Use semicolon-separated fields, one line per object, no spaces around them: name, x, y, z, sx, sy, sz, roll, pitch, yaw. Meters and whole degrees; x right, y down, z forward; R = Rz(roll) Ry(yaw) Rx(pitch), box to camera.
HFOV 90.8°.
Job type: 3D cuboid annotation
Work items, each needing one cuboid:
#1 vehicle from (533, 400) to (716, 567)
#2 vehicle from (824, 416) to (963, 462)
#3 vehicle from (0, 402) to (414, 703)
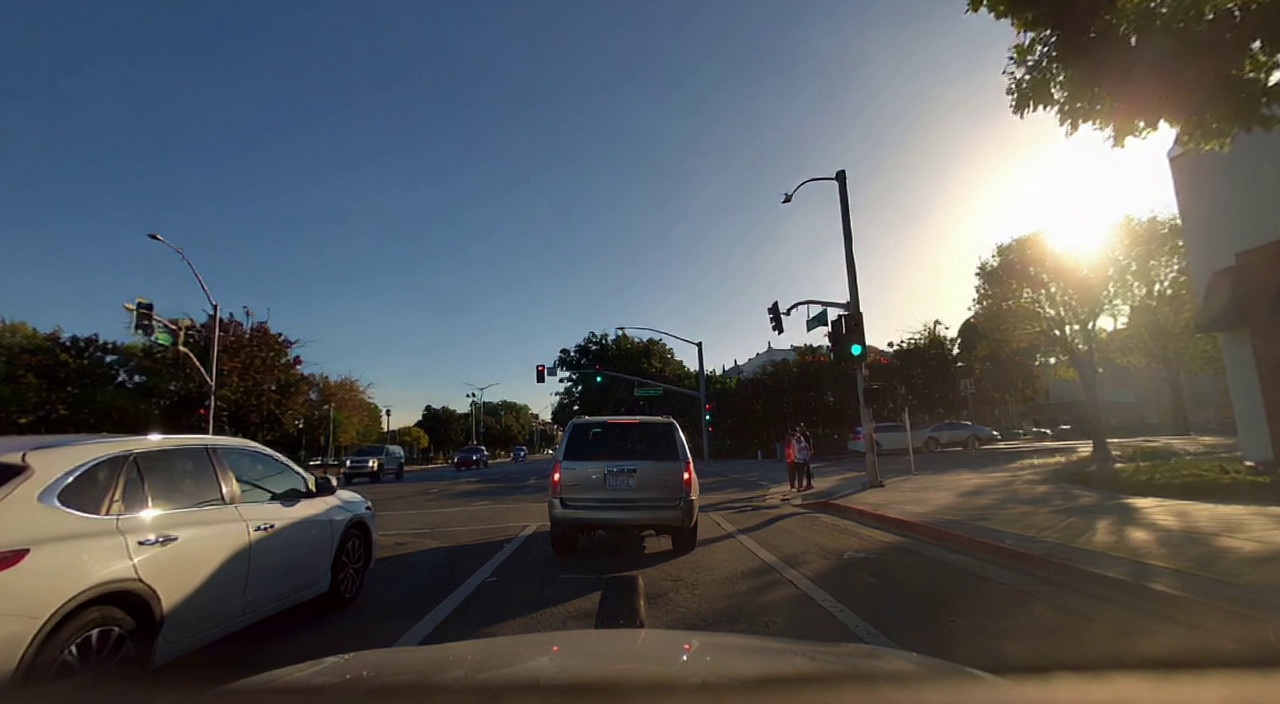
vehicle;-0.175;1.799;9.335;2.059;1.877;4.249;0;-8;0
vehicle;11.399;3.965;28.706;5.215;1.967;2.392;0;-8;-4
vehicle;-3.368;1.262;4.558;2.011;1.527;4.008;0;-8;-1
